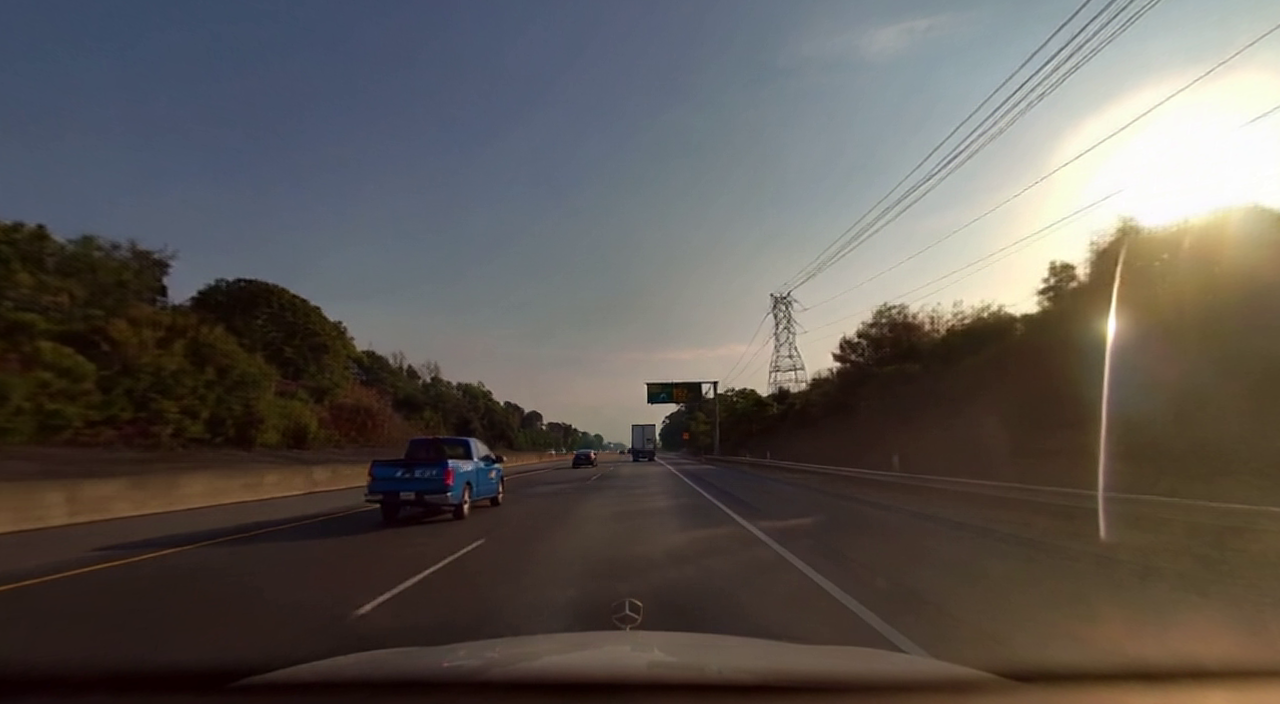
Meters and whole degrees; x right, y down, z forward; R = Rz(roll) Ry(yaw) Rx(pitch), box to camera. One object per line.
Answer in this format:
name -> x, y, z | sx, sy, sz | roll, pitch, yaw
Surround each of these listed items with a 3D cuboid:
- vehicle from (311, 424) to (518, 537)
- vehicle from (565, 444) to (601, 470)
vehicle -> -3.902, 2.324, 12.083 | 2.049, 1.697, 4.998 | 0, -9, 1
vehicle -> -4.031, 7.506, 45.193 | 2.111, 1.735, 4.066 | 0, -9, 1
